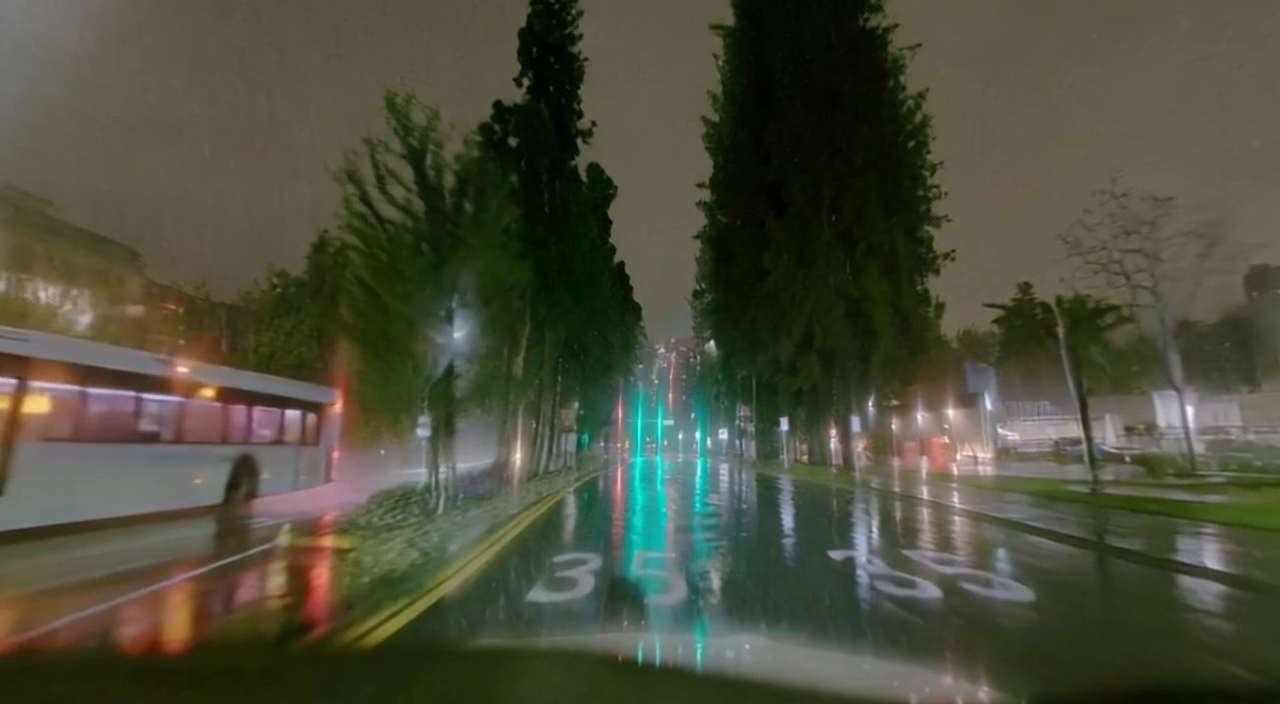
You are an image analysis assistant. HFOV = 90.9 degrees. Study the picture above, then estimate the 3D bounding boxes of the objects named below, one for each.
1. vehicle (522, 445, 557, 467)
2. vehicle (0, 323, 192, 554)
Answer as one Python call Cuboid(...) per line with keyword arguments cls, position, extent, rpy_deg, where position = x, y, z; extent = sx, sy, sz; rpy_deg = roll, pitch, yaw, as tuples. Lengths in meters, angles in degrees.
Cuboid(cls="vehicle", position=(-7.426, 7.701, 46.896), extent=(1.911, 1.472, 4.582), rpy_deg=(0, -8, 0))
Cuboid(cls="vehicle", position=(-11.072, 1.106, 8.166), extent=(3.052, 3.397, 10.003), rpy_deg=(0, -8, 1))
